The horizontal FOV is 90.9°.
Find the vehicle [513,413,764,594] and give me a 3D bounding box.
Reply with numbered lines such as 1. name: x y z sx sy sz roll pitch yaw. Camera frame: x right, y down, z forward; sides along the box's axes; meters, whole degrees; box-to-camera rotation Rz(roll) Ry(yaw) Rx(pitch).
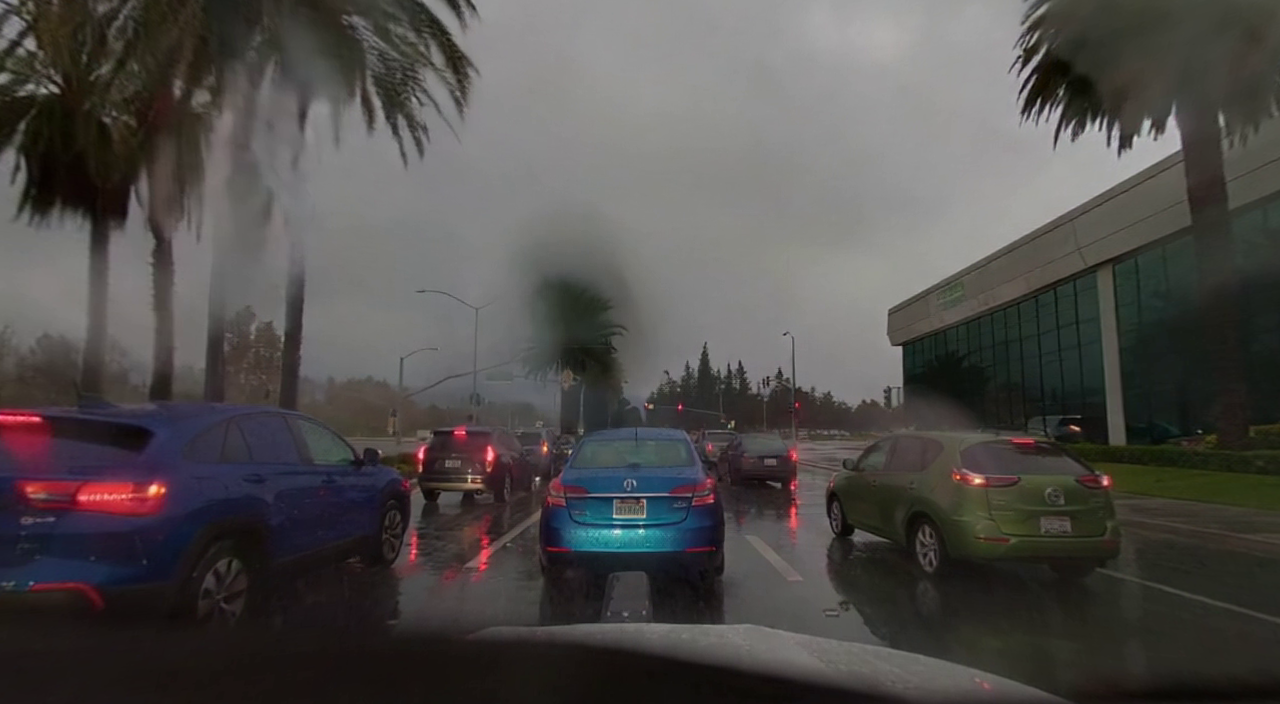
1. vehicle: -0.055 1.663 7.819 2.219 1.586 4.321 0 -8 -1

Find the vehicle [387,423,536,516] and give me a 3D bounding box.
1. vehicle: -3.467 2.357 13.077 1.917 1.631 3.768 0 -8 1

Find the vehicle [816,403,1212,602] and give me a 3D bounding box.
1. vehicle: 3.835 1.618 7.688 2.064 1.696 4.431 0 -8 0

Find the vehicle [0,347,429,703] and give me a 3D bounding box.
1. vehicle: -3.542 1.173 5.354 2.014 1.775 4.404 0 -8 -1

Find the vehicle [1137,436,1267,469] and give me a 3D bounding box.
1. vehicle: 25.446 4.546 28.654 4.014 1.417 1.777 -1 -8 5
